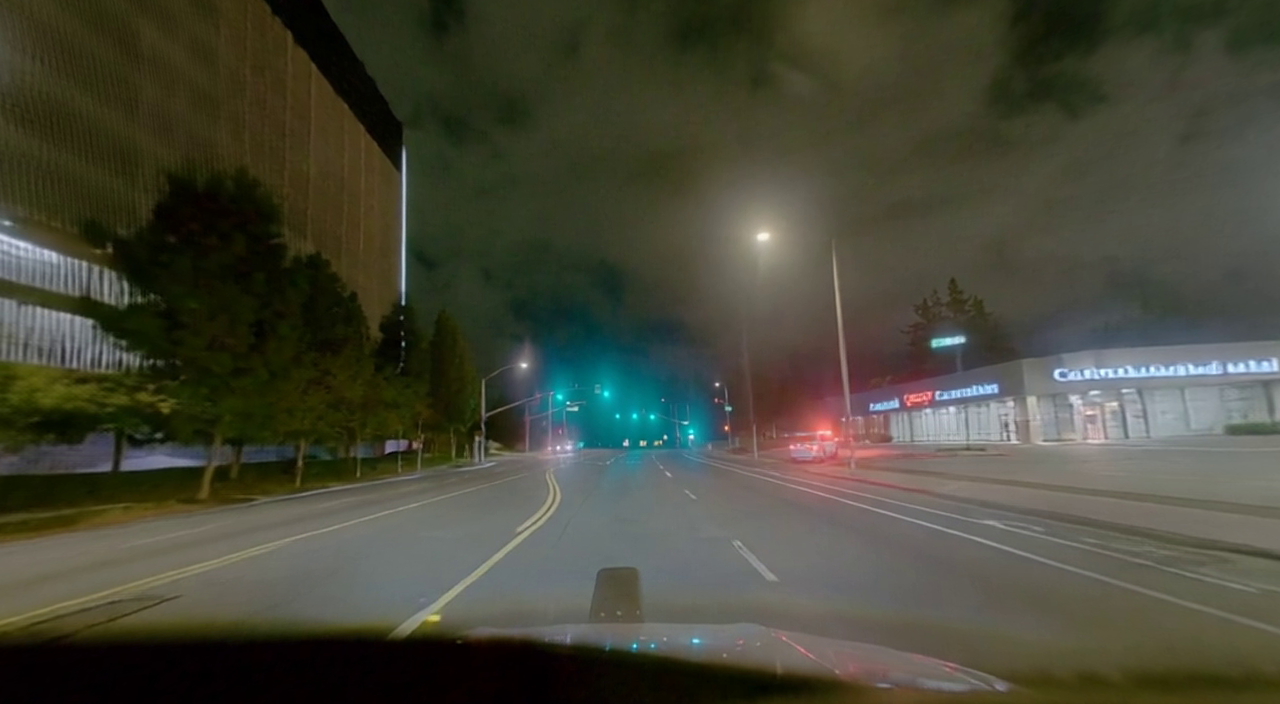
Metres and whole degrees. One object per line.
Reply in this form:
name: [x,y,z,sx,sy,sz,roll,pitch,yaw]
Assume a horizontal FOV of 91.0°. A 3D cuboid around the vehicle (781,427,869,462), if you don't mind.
vehicle: [10.376,5.174,35.167,4.635,1.821,2.087,5,-10,-31]
